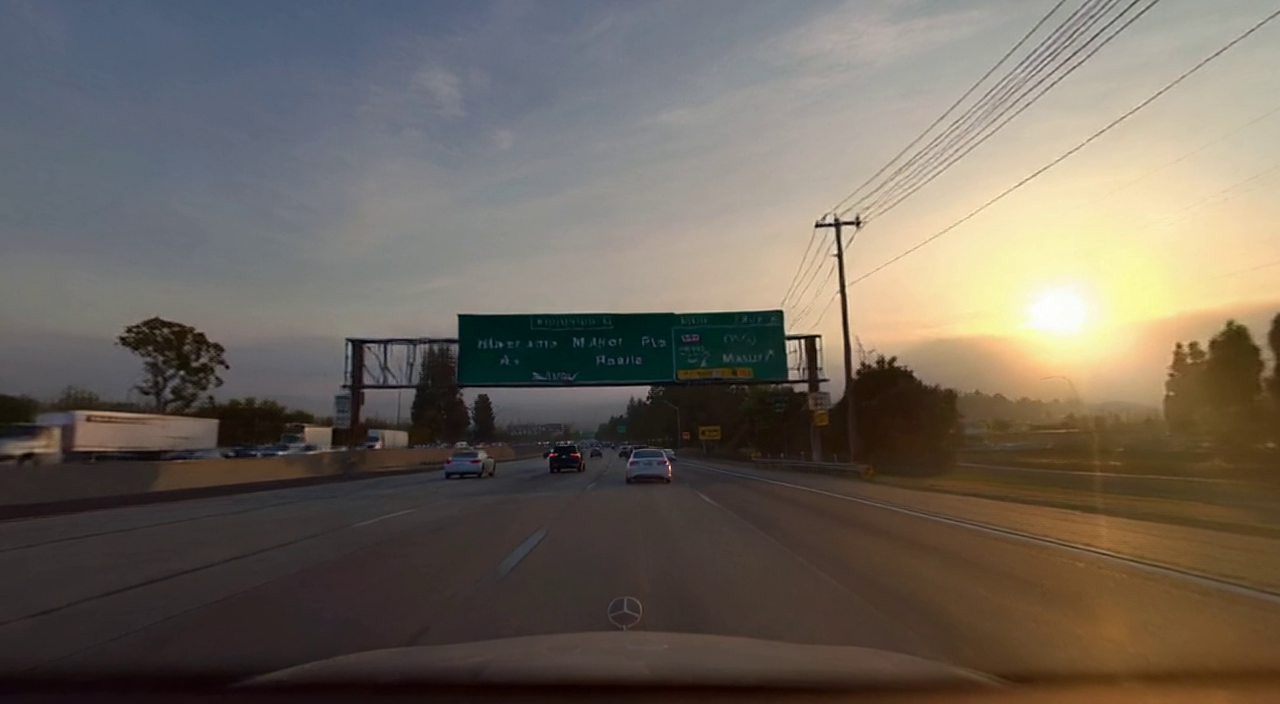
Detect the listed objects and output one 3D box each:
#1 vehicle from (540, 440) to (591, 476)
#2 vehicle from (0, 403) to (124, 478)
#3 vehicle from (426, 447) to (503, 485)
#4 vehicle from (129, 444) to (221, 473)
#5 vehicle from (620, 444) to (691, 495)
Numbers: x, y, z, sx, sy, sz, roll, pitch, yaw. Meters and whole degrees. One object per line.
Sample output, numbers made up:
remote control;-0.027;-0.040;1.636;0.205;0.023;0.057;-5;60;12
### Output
vehicle;-3.908;5.651;33.799;2.289;1.777;4.534;0;-8;-2
vehicle;-34.585;5.148;36.578;2.978;3.905;7.816;1;-8;-4
vehicle;-7.321;4.776;26.823;1.974;1.464;4.733;0;-8;-1
vehicle;-26.631;6.099;36.311;2.079;1.561;4.381;0;-8;-3
vehicle;0.393;3.740;20.563;2.082;1.482;4.126;0;-8;-2
